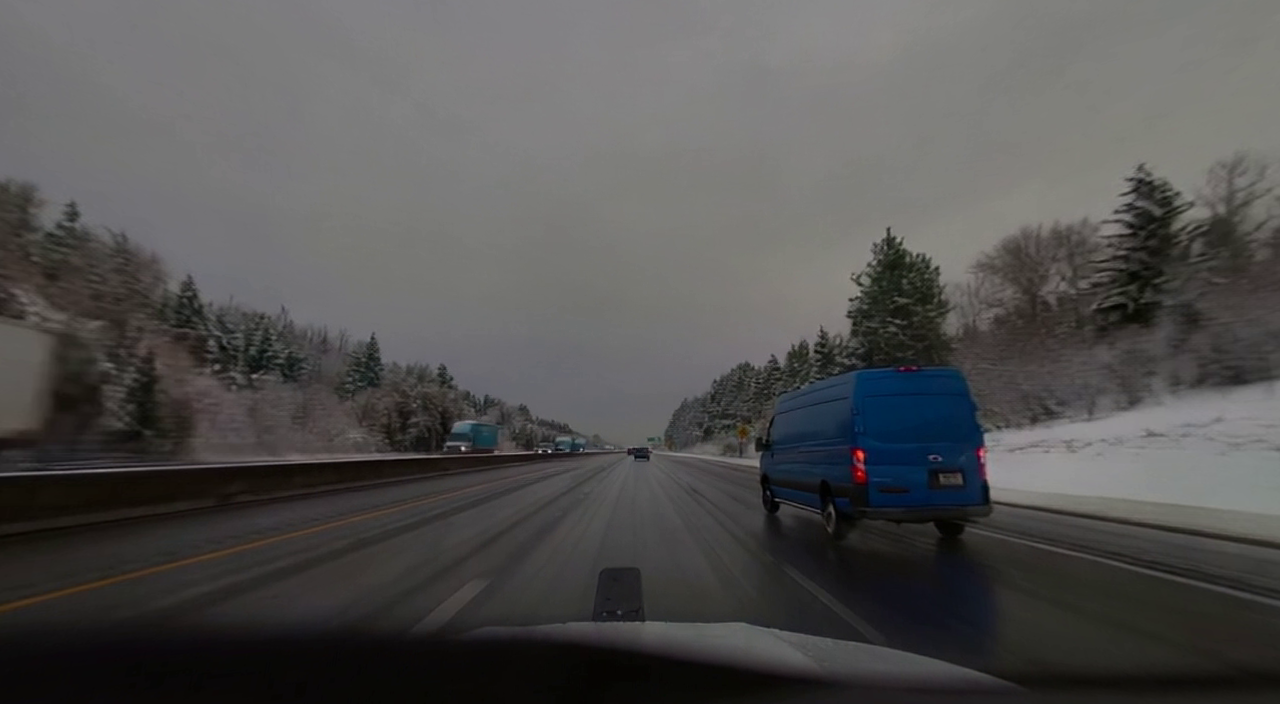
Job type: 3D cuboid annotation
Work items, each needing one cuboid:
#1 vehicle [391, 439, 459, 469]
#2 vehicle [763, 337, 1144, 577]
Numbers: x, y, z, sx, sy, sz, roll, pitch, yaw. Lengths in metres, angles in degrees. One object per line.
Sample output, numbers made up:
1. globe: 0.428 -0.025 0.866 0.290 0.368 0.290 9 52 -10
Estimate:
1. vehicle: -11.453 5.476 33.930 2.166 1.484 4.185 0 -9 0
2. vehicle: 3.939 1.590 10.013 2.552 2.524 6.630 0 -9 0
